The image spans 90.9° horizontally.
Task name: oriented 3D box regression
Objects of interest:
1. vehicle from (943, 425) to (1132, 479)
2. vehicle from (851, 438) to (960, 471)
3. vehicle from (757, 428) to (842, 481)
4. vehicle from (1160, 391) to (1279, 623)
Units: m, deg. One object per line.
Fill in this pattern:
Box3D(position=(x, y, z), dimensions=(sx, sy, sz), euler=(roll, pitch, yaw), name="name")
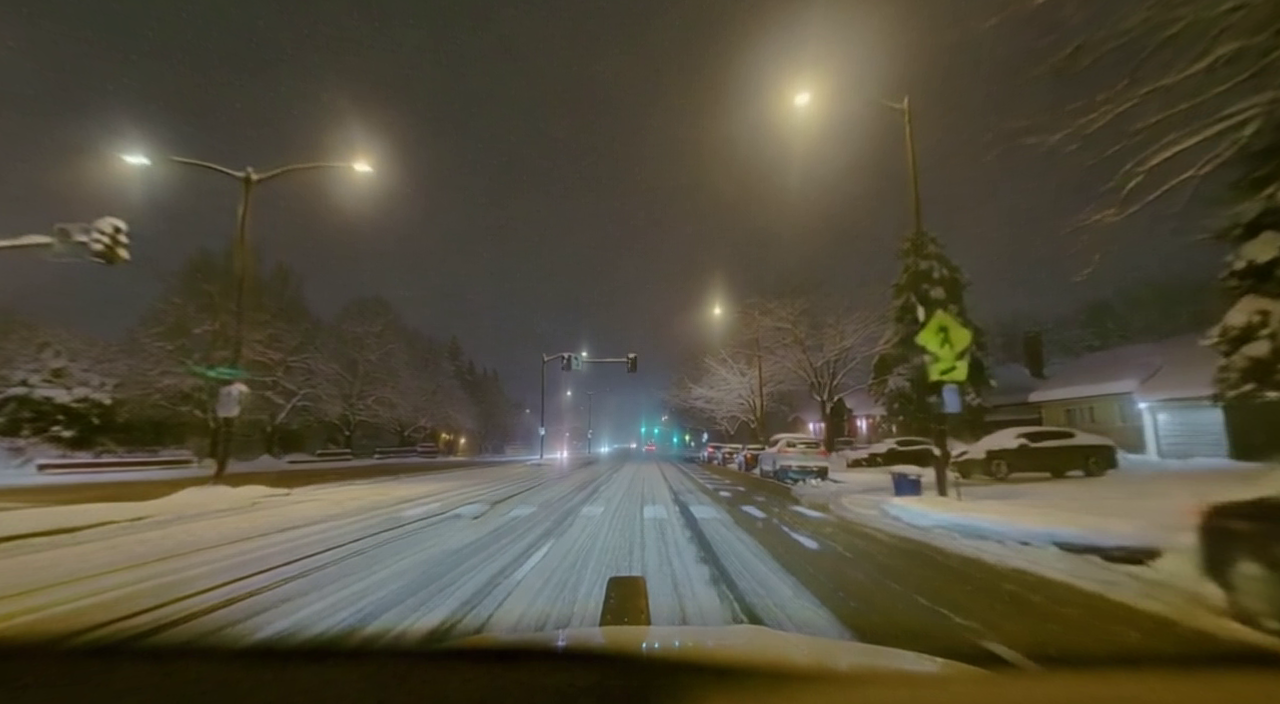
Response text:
Box3D(position=(12.367, 3.159, 20.016), dimensions=(4.585, 1.564, 2.078), euler=(-3, -9, 17), name="vehicle")
Box3D(position=(12.330, 4.768, 29.425), dimensions=(4.452, 1.459, 2.001), euler=(-4, -9, 23), name="vehicle")
Box3D(position=(6.435, 4.211, 26.147), dimensions=(2.293, 1.942, 5.004), euler=(0, -9, 1), name="vehicle")
Box3D(position=(5.944, 0.984, 3.469), dimensions=(2.094, 1.766, 4.792), euler=(0, -9, 1), name="vehicle")
